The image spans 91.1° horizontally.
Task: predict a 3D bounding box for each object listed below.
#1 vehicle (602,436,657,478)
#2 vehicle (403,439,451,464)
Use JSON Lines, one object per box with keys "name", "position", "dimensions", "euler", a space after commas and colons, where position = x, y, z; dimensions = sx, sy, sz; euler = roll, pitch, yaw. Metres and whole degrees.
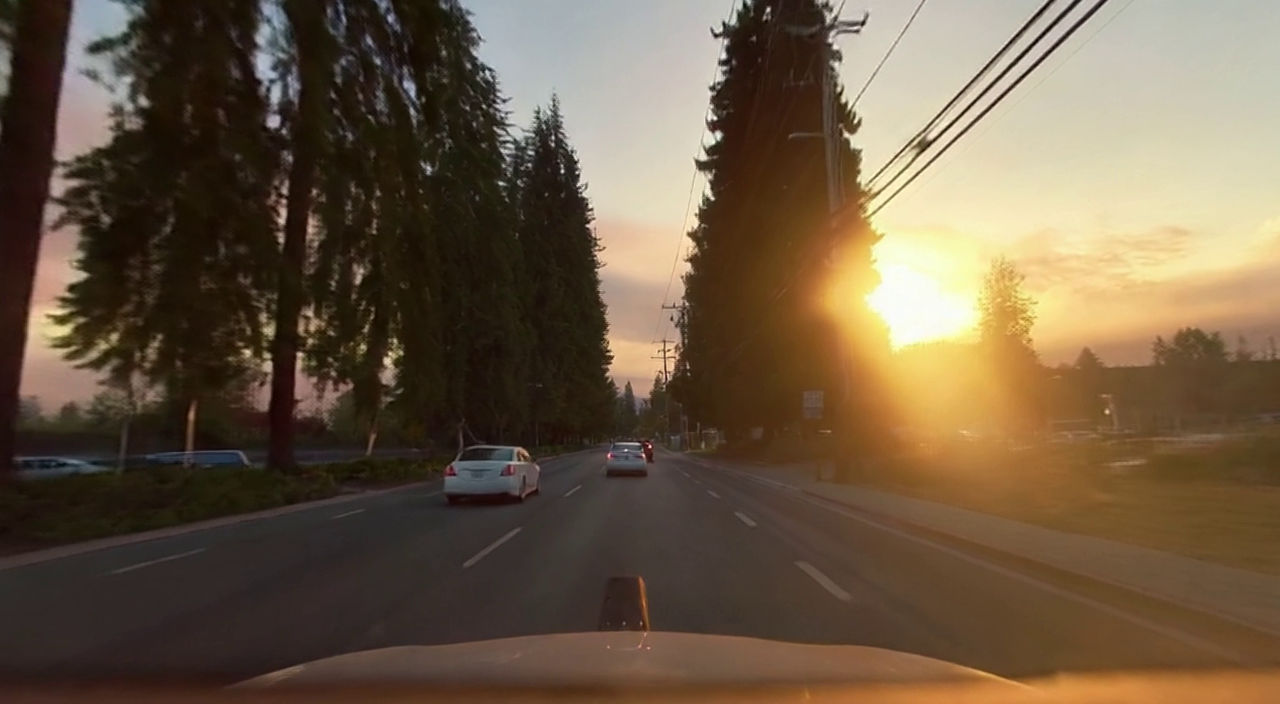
{"name": "vehicle", "position": [-0.374, 4.071, 24.583], "dimensions": [1.991, 1.463, 3.988], "euler": [0, -8, 0]}
{"name": "vehicle", "position": [-16.181, 7.574, 47.980], "dimensions": [2.061, 1.772, 4.501], "euler": [0, -9, 0]}
